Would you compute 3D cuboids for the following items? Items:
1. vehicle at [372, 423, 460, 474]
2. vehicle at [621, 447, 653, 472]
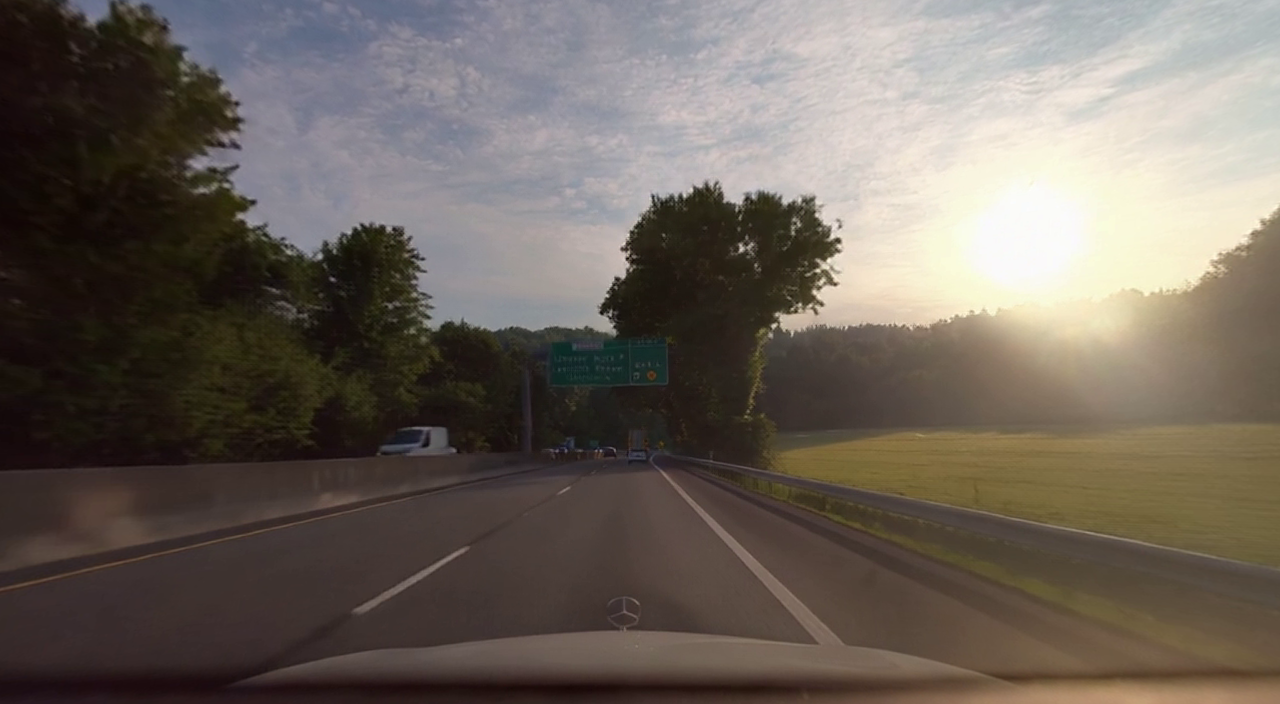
[{"bbox_3d":[-12.045,5.293,34.690,2.236,2.494,7.006,0,-9,0],"label":"vehicle"},{"bbox_3d":[-0.203,6.681,39.268,1.853,1.436,3.438,0,-9,-1],"label":"vehicle"}]
